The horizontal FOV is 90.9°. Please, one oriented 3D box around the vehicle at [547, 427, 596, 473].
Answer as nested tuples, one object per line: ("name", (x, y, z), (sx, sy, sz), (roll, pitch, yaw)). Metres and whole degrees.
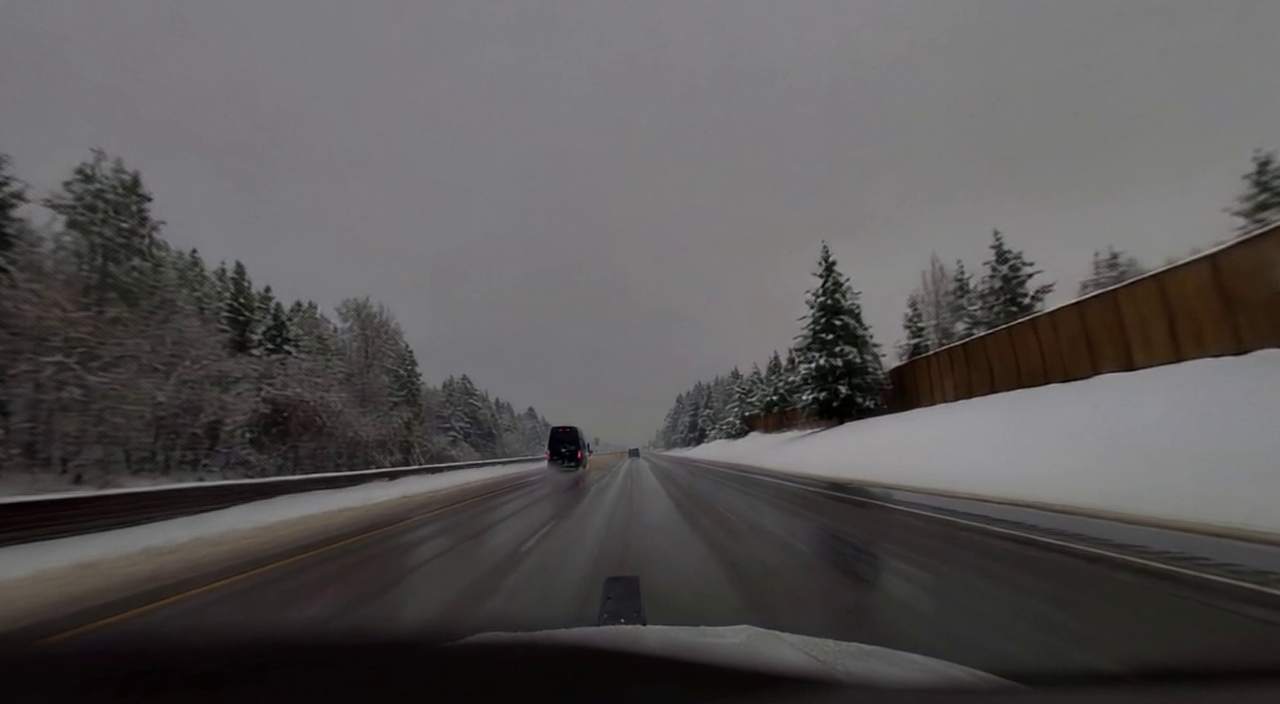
("vehicle", (-3.986, 5.820, 37.476), (2.305, 2.517, 5.486), (0, -9, 0))
